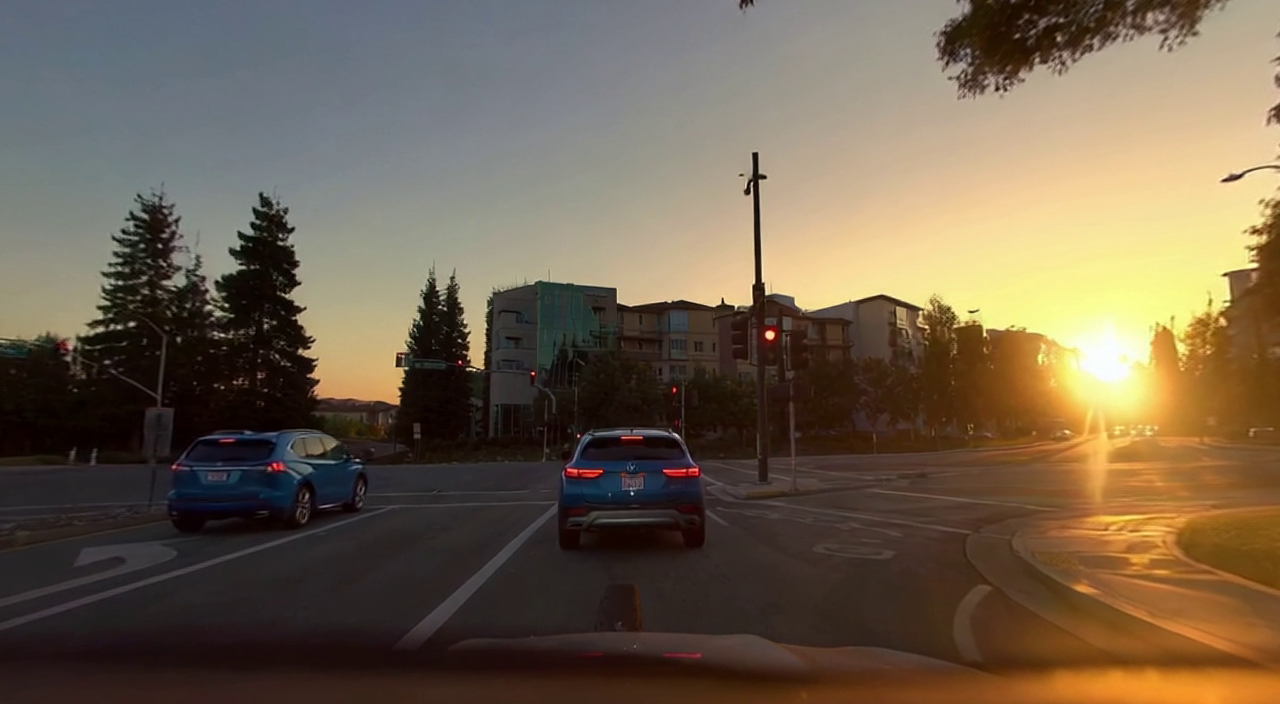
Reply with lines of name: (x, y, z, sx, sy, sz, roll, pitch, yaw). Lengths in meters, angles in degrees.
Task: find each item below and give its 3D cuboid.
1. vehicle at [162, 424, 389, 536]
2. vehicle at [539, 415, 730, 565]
vehicle: (-6.467, 2.289, 11.861, 2.020, 1.695, 4.187, 1, -9, -5)
vehicle: (-0.207, 1.880, 9.278, 2.154, 1.670, 4.140, 1, -9, -4)
